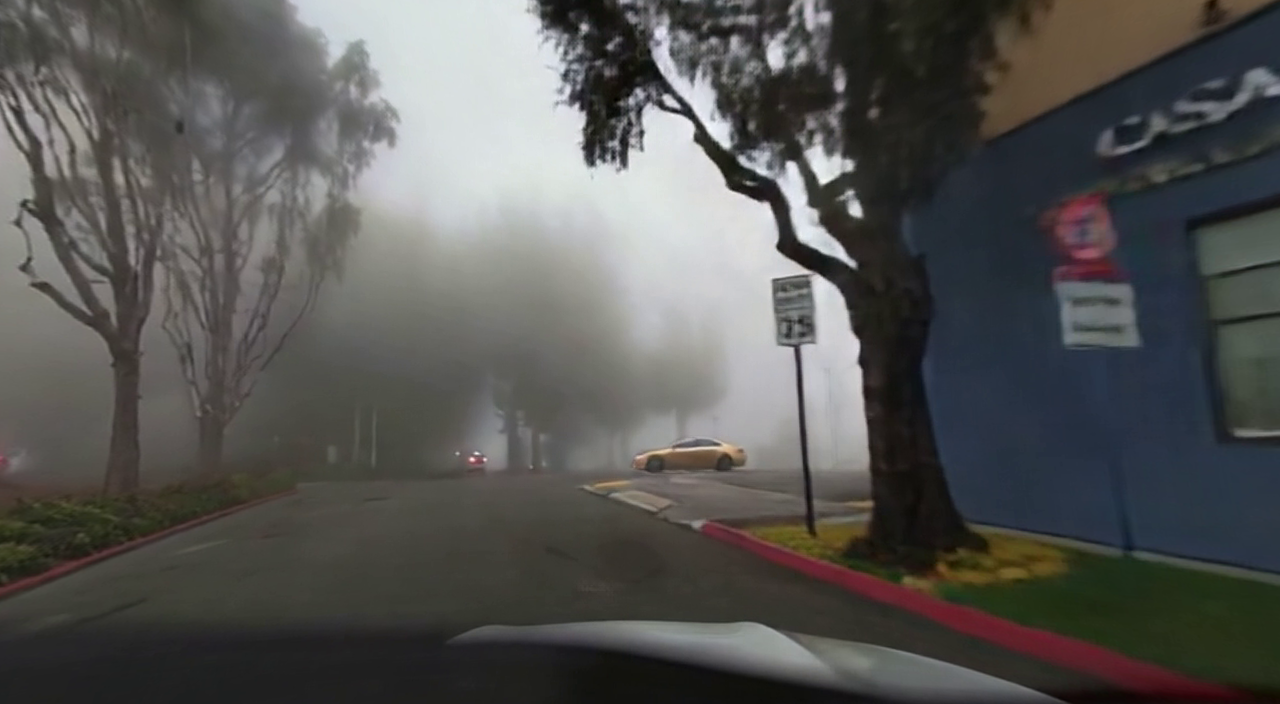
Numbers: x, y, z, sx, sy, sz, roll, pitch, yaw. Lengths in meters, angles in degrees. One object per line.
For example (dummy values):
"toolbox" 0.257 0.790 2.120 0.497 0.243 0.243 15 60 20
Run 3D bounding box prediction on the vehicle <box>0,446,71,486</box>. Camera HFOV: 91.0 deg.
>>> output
"vehicle" -35.169 6.502 36.239 1.870 1.563 4.039 18 -11 -19
